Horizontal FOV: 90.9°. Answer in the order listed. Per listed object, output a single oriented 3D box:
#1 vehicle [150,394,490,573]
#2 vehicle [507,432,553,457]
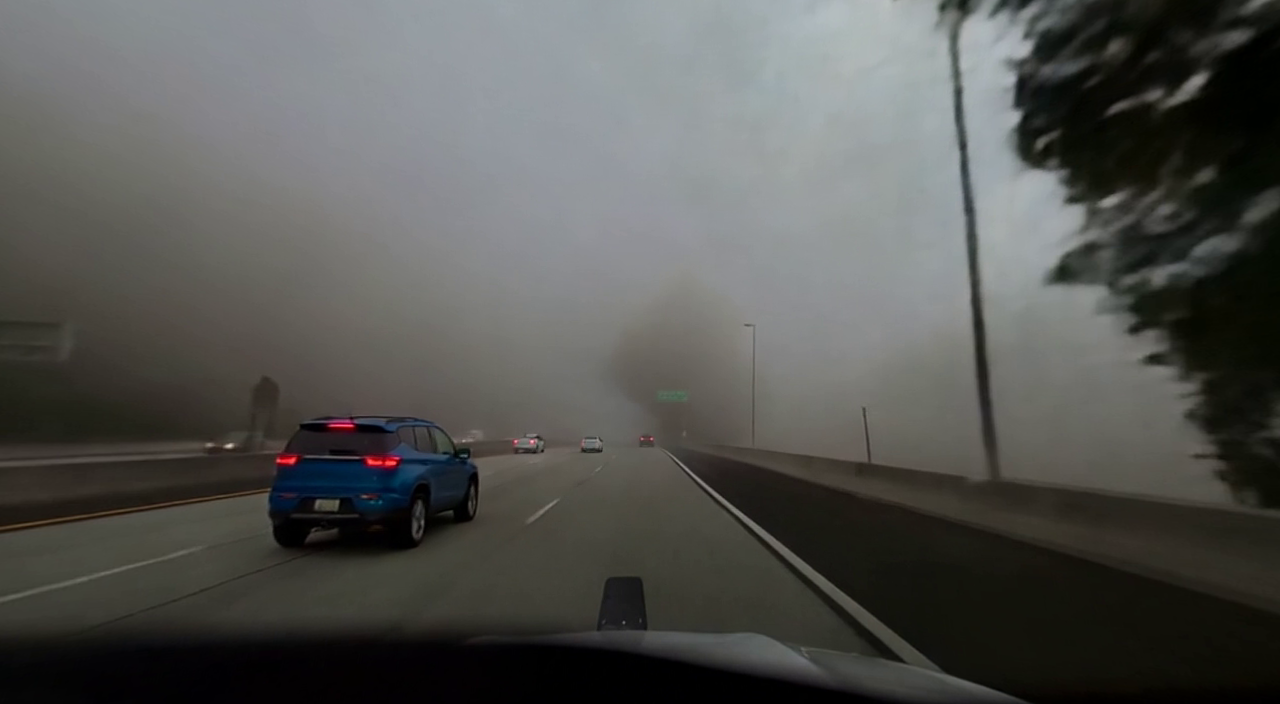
[{"bbox_3d":[-3.644,1.586,8.395,2.138,1.718,4.415,-1,-8,1],"label":"vehicle"},{"bbox_3d":[-7.014,5.970,40.730,1.963,1.476,4.739,-1,-8,2],"label":"vehicle"}]
